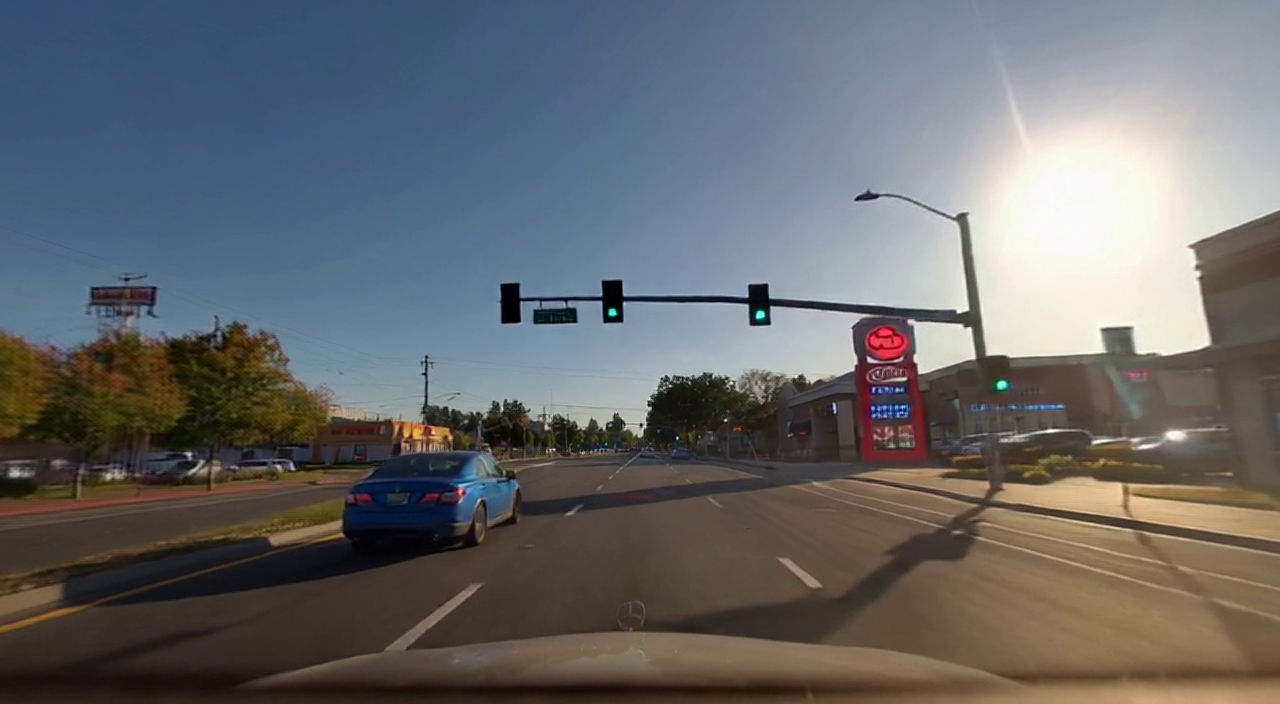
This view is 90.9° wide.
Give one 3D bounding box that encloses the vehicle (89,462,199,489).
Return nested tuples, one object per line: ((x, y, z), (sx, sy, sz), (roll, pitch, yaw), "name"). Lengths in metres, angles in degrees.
((-30.909, 7.704, 39.517), (4.960, 1.464, 2.137), (4, -9, -24), "vehicle")

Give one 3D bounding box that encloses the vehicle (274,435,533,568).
((-3.042, 2.021, 9.427), (2.082, 1.460, 4.636), (0, -8, 0), "vehicle")
